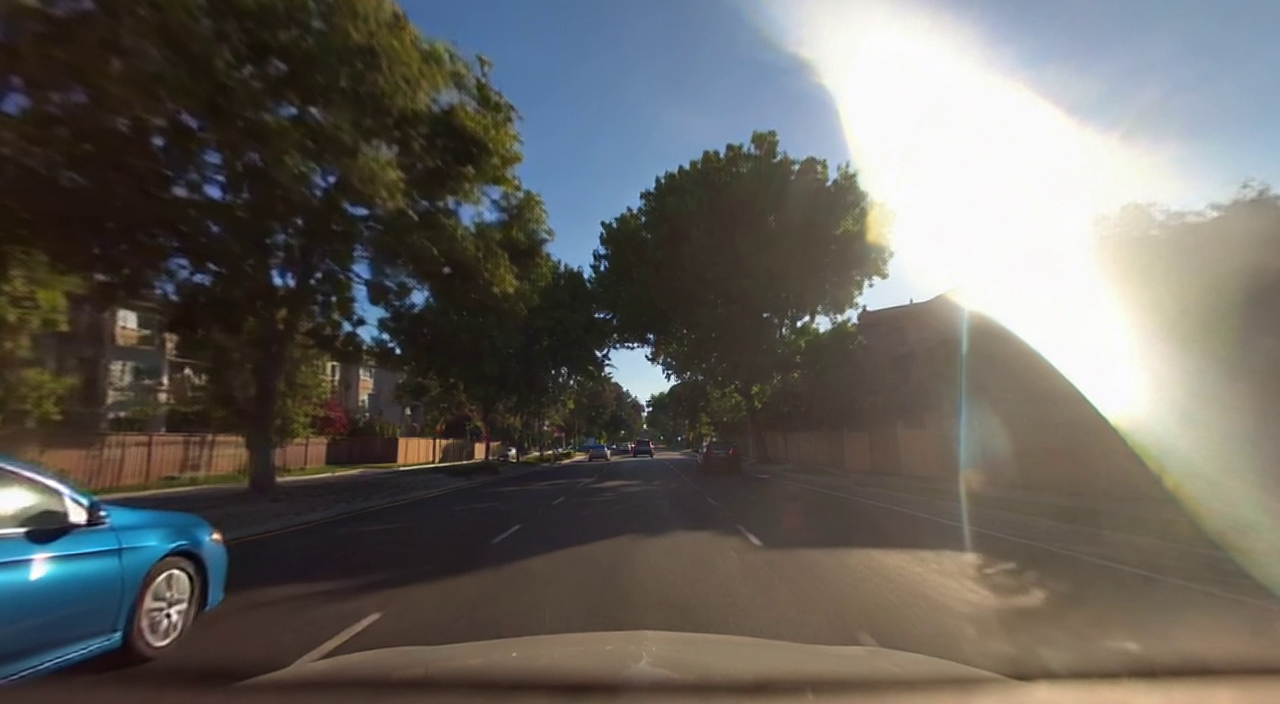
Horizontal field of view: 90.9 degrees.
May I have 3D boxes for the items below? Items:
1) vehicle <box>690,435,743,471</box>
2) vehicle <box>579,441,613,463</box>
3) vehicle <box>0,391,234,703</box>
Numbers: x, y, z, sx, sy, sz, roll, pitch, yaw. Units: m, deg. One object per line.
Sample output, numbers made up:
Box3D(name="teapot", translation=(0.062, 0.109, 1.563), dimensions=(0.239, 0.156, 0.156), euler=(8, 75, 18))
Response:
Box3D(name="vehicle", translation=(3.856, 5.189, 32.504), dimensions=(2.182, 1.688, 4.187), euler=(0, -8, -1))
Box3D(name="vehicle", translation=(-3.003, 6.939, 43.812), dimensions=(1.940, 1.473, 4.133), euler=(0, -8, 1))
Box3D(name="vehicle", translation=(-3.712, 0.757, 1.494), dimensions=(2.091, 1.503, 4.989), euler=(0, -8, 1))
